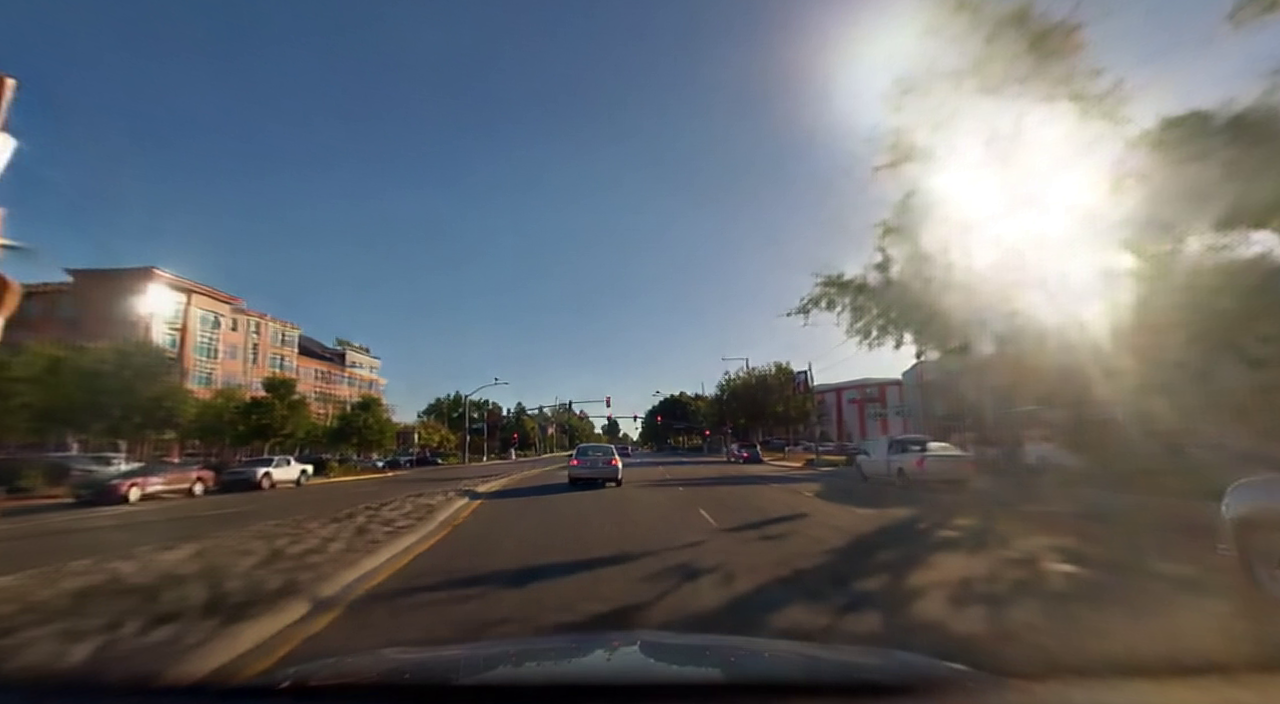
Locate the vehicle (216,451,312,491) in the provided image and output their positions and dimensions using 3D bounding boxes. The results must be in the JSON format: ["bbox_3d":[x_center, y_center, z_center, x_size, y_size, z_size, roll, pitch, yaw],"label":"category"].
[{"bbox_3d":[-18.969,5.981,32.163,2.027,1.831,4.644,0,-9,-1],"label":"vehicle"}]

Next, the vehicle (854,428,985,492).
[{"bbox_3d":[10.312,4.049,24.020,2.266,2.118,5.742,0,-9,-1],"label":"vehicle"}]

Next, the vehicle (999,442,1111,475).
[{"bbox_3d":[19.568,5.010,29.889,4.212,1.436,1.919,-6,-10,34],"label":"vehicle"}]

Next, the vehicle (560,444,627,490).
[{"bbox_3d":[-1.647,4.034,22.554,2.185,1.473,3.925,0,-9,-4],"label":"vehicle"}]

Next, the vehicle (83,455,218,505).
[{"bbox_3d":[-19.276,5.023,25.192,1.905,1.698,4.408,0,-9,-1],"label":"vehicle"}]

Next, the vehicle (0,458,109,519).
[{"bbox_3d":[-19.049,4.127,19.125,1.896,1.620,4.542,-2,-8,1],"label":"vehicle"}]
